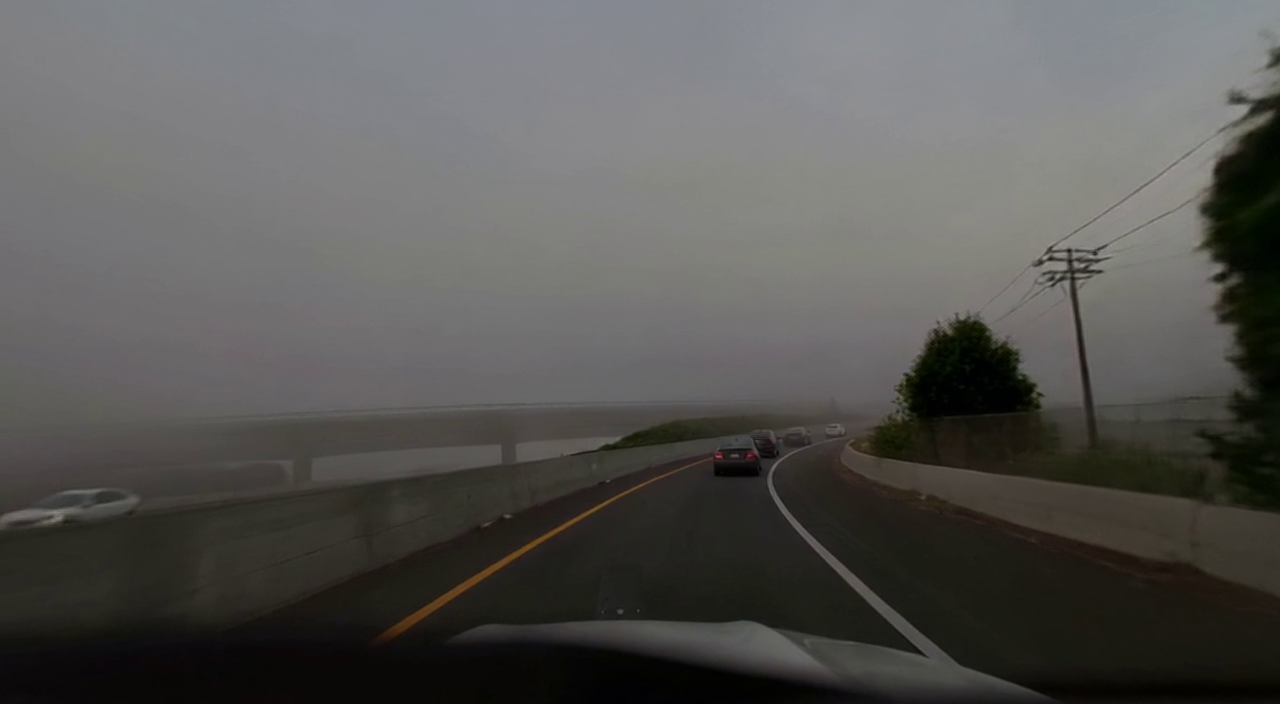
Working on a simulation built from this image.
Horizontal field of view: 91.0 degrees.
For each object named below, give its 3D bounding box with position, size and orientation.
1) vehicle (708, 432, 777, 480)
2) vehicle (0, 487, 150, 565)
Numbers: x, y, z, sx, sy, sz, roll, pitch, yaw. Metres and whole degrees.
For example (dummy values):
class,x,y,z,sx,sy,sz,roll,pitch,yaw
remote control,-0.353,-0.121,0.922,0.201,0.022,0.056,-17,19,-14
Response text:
class,x,y,z,sx,sy,sz,roll,pitch,yaw
vehicle,3.617,3.577,21.855,2.091,1.482,4.321,-2,-9,11
vehicle,-14.853,4.419,16.376,1.879,1.449,4.002,2,-9,-16
